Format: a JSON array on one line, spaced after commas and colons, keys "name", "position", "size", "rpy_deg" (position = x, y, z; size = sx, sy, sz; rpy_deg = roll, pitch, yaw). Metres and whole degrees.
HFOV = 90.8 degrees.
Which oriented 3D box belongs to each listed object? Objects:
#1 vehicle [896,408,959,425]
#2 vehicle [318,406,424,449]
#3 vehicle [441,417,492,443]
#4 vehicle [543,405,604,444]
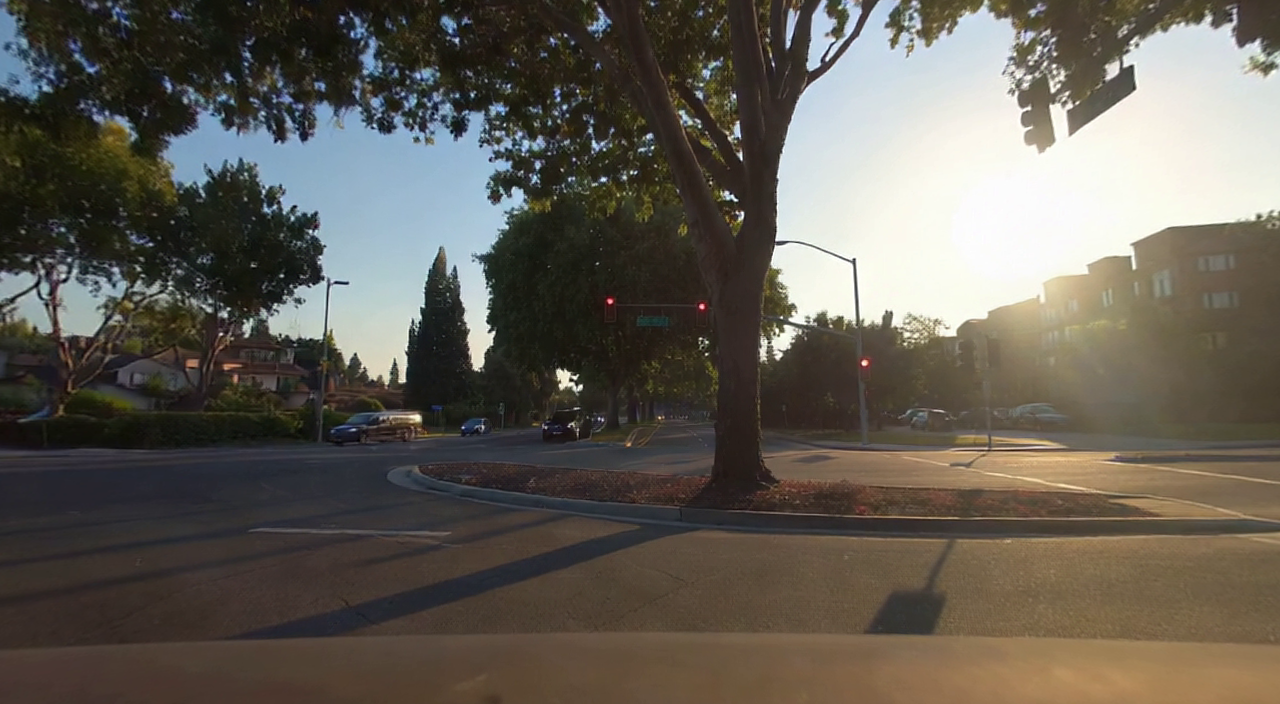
[{"name": "vehicle", "position": [22.005, 4.942, 48.439], "size": [3.933, 1.219, 1.700], "rpy_deg": [-1, -9, 3]}, {"name": "vehicle", "position": [-12.866, 3.730, 30.680], "size": [2.340, 1.902, 4.920], "rpy_deg": [-2, -9, 10]}, {"name": "vehicle", "position": [-11.234, 5.122, 41.135], "size": [1.899, 1.510, 4.294], "rpy_deg": [-1, -8, 3]}, {"name": "vehicle", "position": [-3.446, 3.967, 33.845], "size": [2.306, 1.907, 5.382], "rpy_deg": [-1, -8, 4]}]
